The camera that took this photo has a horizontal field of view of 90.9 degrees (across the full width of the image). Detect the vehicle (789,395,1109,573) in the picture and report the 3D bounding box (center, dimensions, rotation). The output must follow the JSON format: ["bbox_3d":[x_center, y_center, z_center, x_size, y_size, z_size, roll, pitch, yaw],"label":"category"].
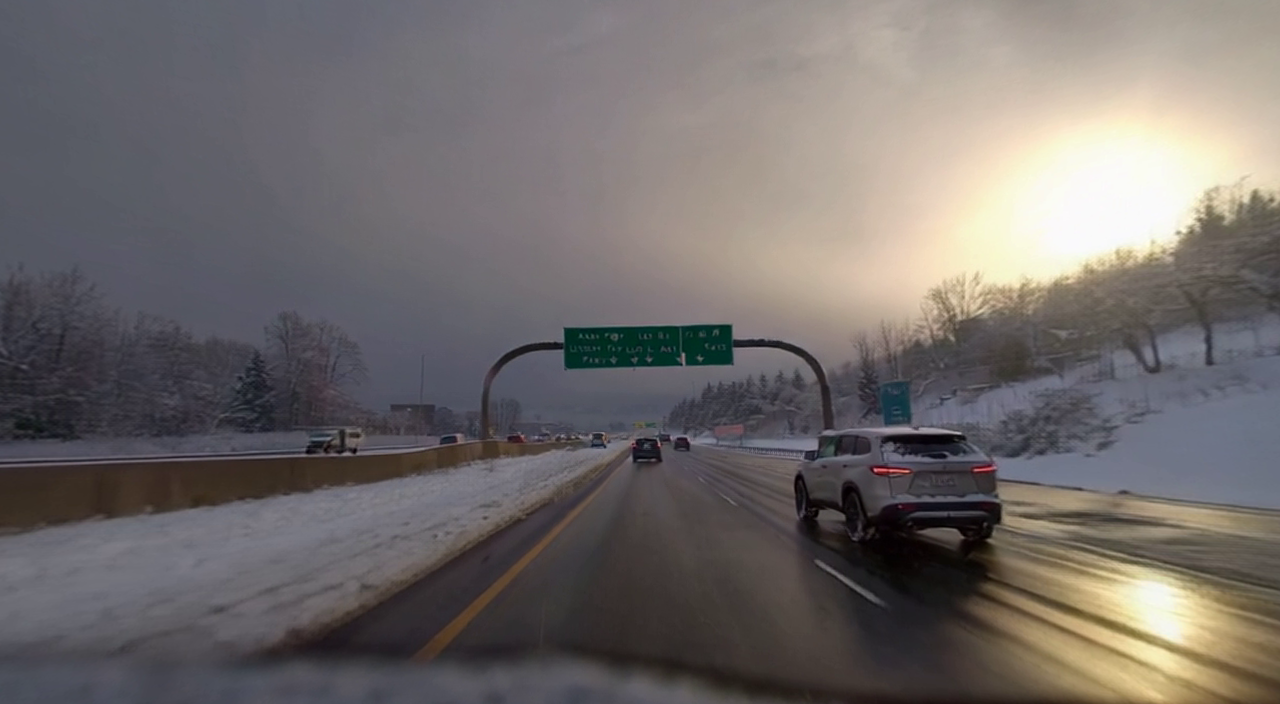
[{"bbox_3d":[3.731,1.693,8.860,2.083,1.823,4.627,0,-8,0],"label":"vehicle"}]

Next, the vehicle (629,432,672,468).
[{"bbox_3d":[0.563,5.094,32.990,2.133,1.739,3.925,0,-8,1],"label":"vehicle"}]

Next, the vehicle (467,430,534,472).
[{"bbox_3d":[-6.028,4.329,27.727,1.946,1.688,4.019,0,-8,1],"label":"vehicle"}]

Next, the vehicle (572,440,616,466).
[{"bbox_3d":[-2.585,5.783,36.405,2.205,1.406,4.286,0,-8,1],"label":"vehicle"}]

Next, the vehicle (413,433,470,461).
[{"bbox_3d":[-12.813,6.199,41.070,2.076,1.701,5.093,0,-8,0],"label":"vehicle"}]
